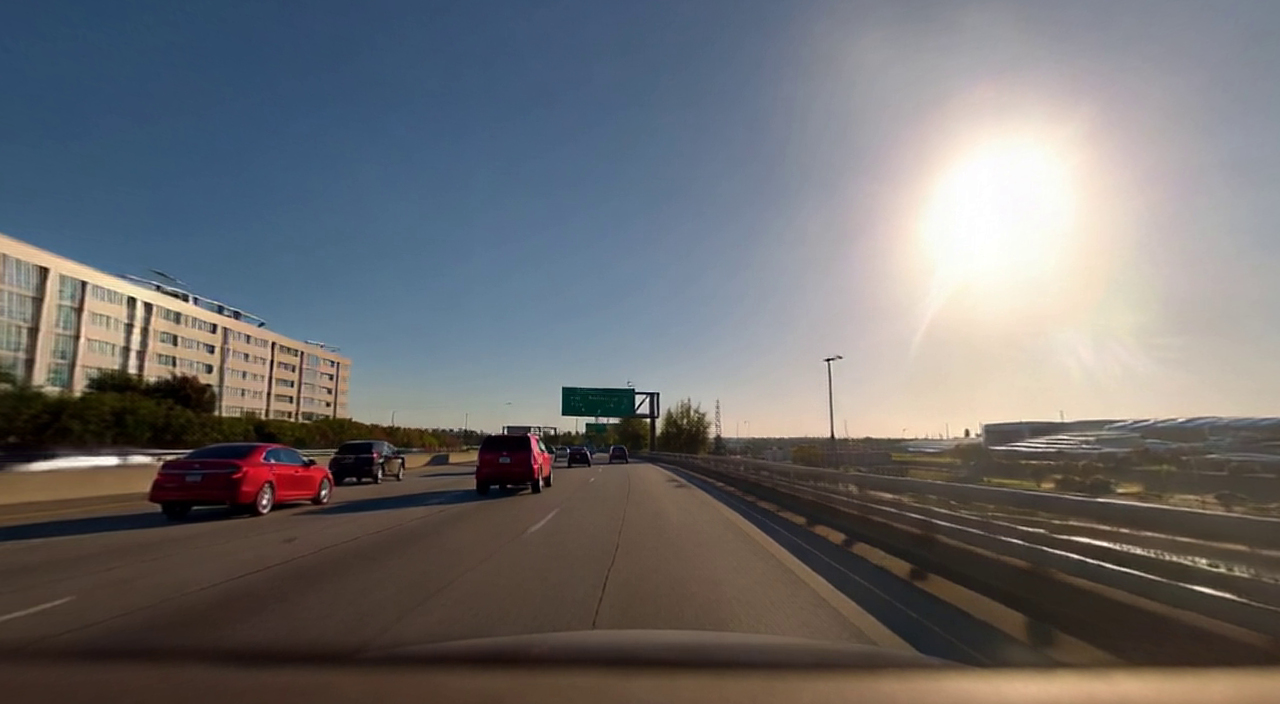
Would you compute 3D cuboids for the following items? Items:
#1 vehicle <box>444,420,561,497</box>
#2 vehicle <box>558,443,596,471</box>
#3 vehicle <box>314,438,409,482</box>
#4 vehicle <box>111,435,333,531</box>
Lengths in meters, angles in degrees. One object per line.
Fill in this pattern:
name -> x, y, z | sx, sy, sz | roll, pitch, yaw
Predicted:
vehicle -> -3.926, 3.164, 19.150 | 2.301, 1.985, 5.247 | 0, -8, 1
vehicle -> -3.741, 6.306, 38.107 | 1.955, 1.614, 3.817 | 0, -8, 0
vehicle -> -11.456, 4.426, 26.300 | 1.919, 1.665, 4.394 | 0, -8, 0
vehicle -> -7.512, 2.335, 11.796 | 1.796, 1.509, 3.393 | 0, -8, 0
